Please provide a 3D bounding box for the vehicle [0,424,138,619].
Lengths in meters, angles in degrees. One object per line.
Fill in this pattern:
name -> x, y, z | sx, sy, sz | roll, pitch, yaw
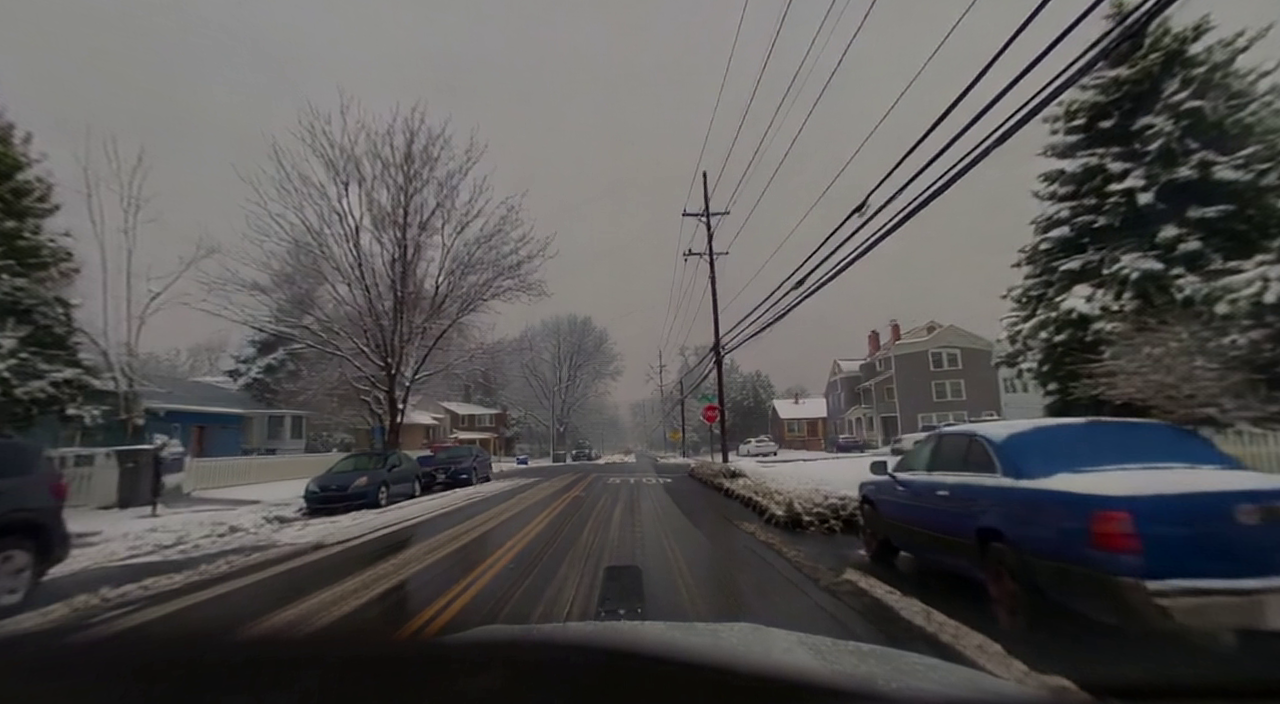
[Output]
vehicle -> -6.584, 1.381, 4.752 | 1.896, 1.703, 4.586 | 0, -8, -1

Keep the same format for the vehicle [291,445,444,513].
vehicle -> -6.870, 3.213, 16.564 | 2.056, 1.481, 4.451 | 0, -8, 0

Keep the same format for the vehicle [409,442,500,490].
vehicle -> -6.698, 4.133, 23.302 | 2.026, 1.560, 4.062 | -1, -8, 1

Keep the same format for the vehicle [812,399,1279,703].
vehicle -> 3.334, 1.397, 5.860 | 1.963, 1.536, 5.446 | 0, -8, 0
